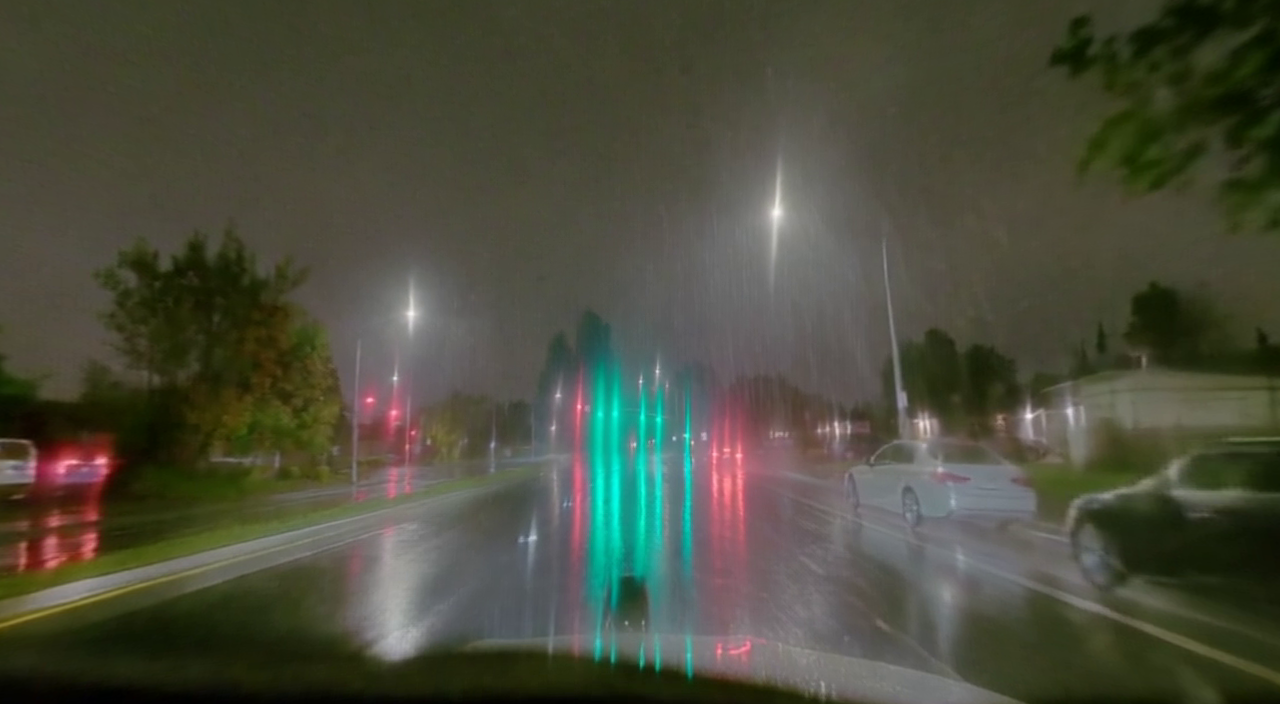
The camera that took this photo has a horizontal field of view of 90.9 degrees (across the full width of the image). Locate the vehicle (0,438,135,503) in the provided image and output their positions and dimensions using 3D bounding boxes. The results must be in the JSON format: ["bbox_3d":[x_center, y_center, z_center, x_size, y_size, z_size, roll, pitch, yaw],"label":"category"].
[{"bbox_3d":[-19.339,3.743,20.142,4.609,1.948,1.995,0,-8,1],"label":"vehicle"}]

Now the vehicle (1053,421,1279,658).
[{"bbox_3d":[5.000,1.192,4.056,1.895,1.487,4.176,0,-8,1],"label":"vehicle"}]

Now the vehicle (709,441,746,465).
[{"bbox_3d":[5.861,6.822,42.745,1.950,1.567,4.083,0,-8,1],"label":"vehicle"}]

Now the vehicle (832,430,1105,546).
[{"bbox_3d":[5.142,2.172,10.879,1.997,1.521,4.747,0,-8,-2],"label":"vehicle"}]
